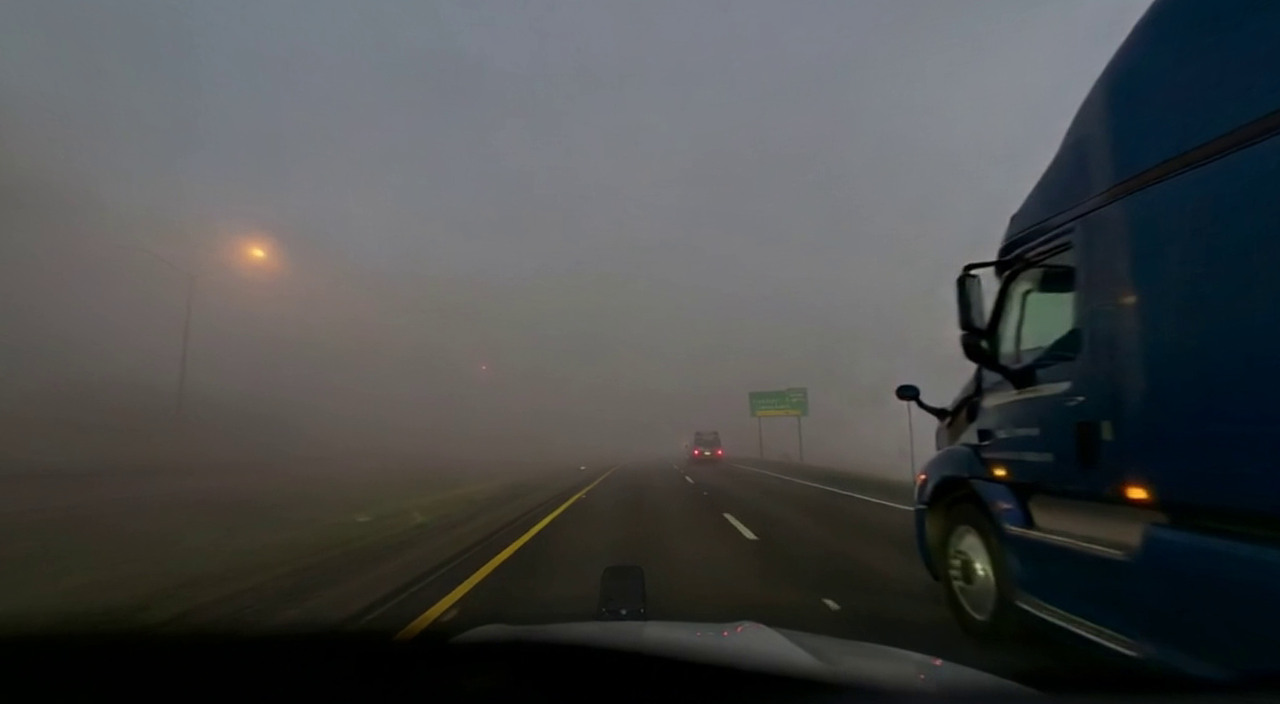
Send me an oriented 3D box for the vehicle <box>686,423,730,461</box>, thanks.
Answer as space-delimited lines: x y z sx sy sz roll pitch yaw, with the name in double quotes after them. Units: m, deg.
4.690 6.334 44.257 2.430 2.495 6.062 0 -8 0 "vehicle"
